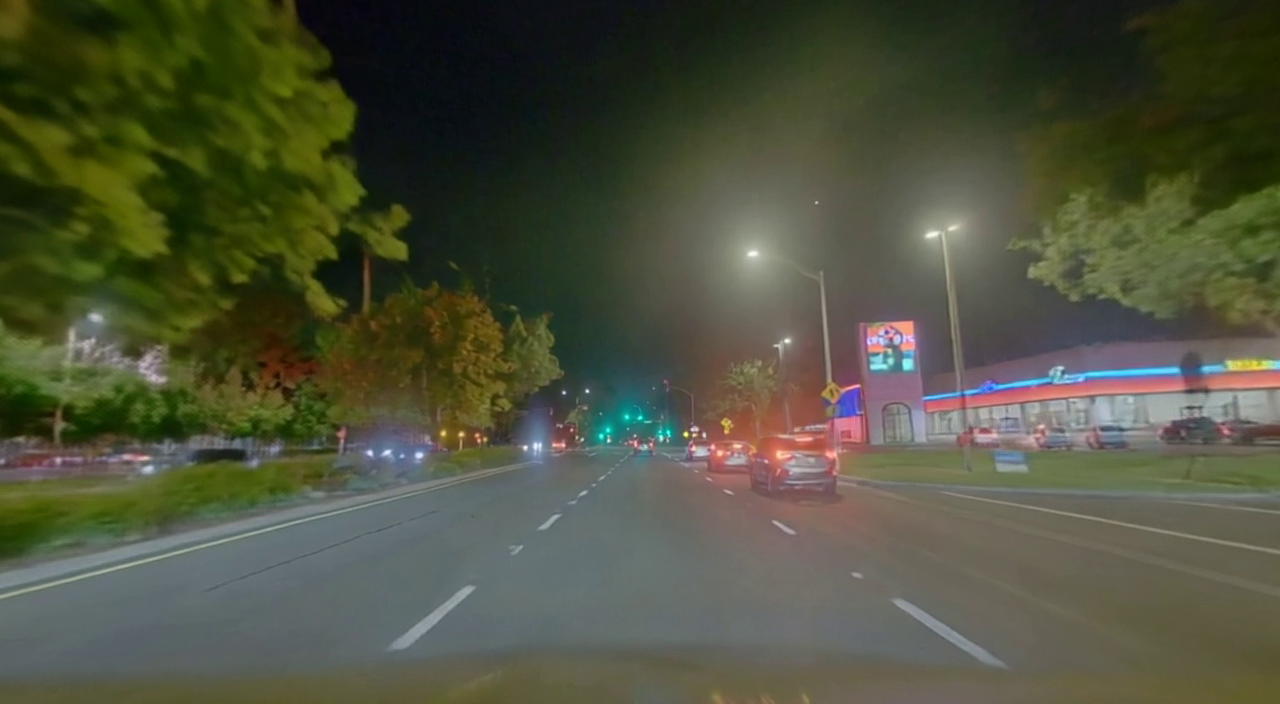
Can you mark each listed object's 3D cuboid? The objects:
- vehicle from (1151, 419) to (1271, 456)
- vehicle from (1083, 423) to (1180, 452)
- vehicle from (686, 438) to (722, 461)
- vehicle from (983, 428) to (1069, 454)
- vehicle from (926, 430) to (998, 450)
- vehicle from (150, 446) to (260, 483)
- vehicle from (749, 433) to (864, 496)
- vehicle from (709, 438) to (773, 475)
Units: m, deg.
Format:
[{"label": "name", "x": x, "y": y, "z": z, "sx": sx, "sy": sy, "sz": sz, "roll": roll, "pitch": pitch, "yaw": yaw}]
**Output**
[{"label": "vehicle", "x": 29.036, "y": 4.330, "z": 32.329, "sx": 1.811, "sy": 1.664, "sz": 5.065, "roll": -3, "pitch": -7, "yaw": 6}, {"label": "vehicle", "x": 29.168, "y": 5.100, "z": 37.498, "sx": 1.859, "sy": 1.515, "sz": 3.978, "roll": -1, "pitch": -8, "yaw": -26}, {"label": "vehicle", "x": 4.325, "y": 6.625, "z": 43.205, "sx": 1.939, "sy": 1.474, "sz": 4.716, "roll": 0, "pitch": -8, "yaw": -1}, {"label": "vehicle", "x": 23.697, "y": 5.483, "z": 38.782, "sx": 1.837, "sy": 1.536, "sz": 4.036, "roll": 6, "pitch": -10, "yaw": -37}, {"label": "vehicle", "x": 24.120, "y": 6.624, "z": 47.410, "sx": 1.826, "sy": 1.424, "sz": 4.544, "roll": 4, "pitch": -9, "yaw": -28}, {"label": "vehicle", "x": -20.787, "y": 5.358, "z": 30.421, "sx": 1.936, "sy": 1.603, "sz": 4.714, "roll": 0, "pitch": -8, "yaw": 0}, {"label": "vehicle", "x": 4.308, "y": 2.964, "z": 17.025, "sx": 1.913, "sy": 1.463, "sz": 4.198, "roll": 0, "pitch": -8, "yaw": -1}, {"label": "vehicle", "x": 4.190, "y": 4.395, "z": 26.817, "sx": 1.872, "sy": 1.431, "sz": 4.270, "roll": 0, "pitch": -8, "yaw": -1}]
